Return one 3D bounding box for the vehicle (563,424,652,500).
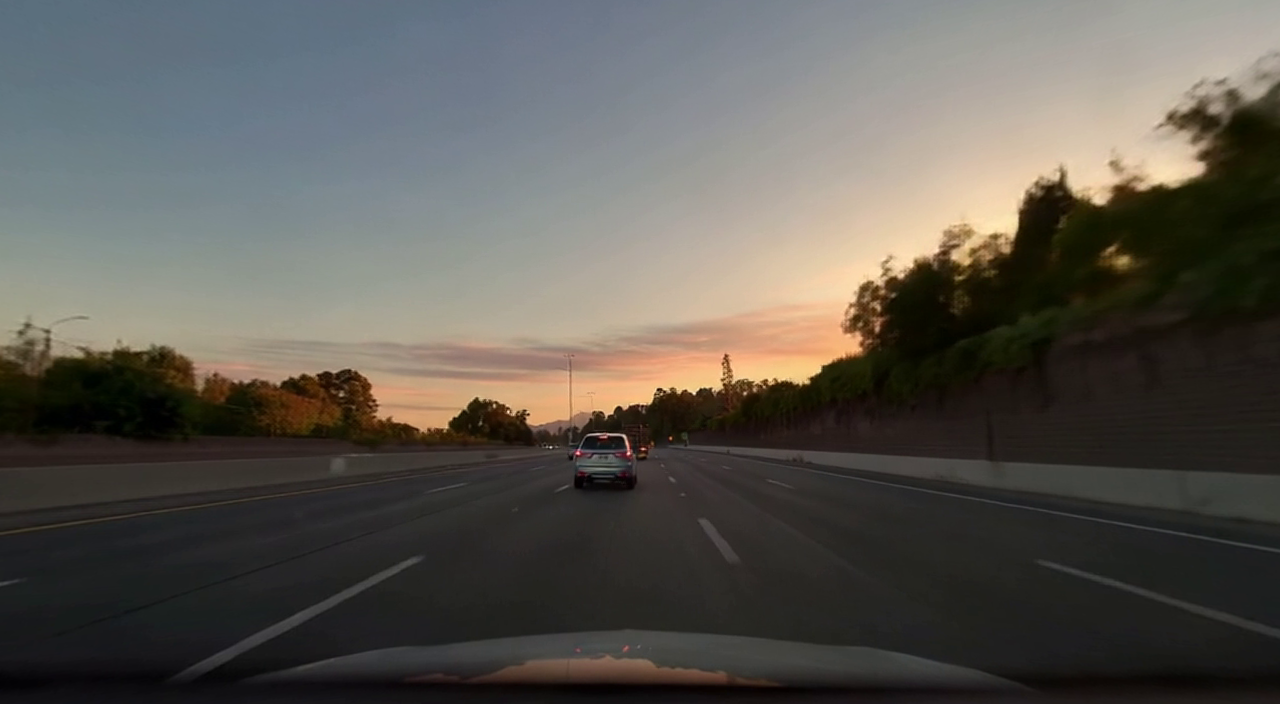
[{"bbox_3d":[-0.736,2.940,17.198,2.114,1.787,4.365,0,-8,1],"label":"vehicle"}]
